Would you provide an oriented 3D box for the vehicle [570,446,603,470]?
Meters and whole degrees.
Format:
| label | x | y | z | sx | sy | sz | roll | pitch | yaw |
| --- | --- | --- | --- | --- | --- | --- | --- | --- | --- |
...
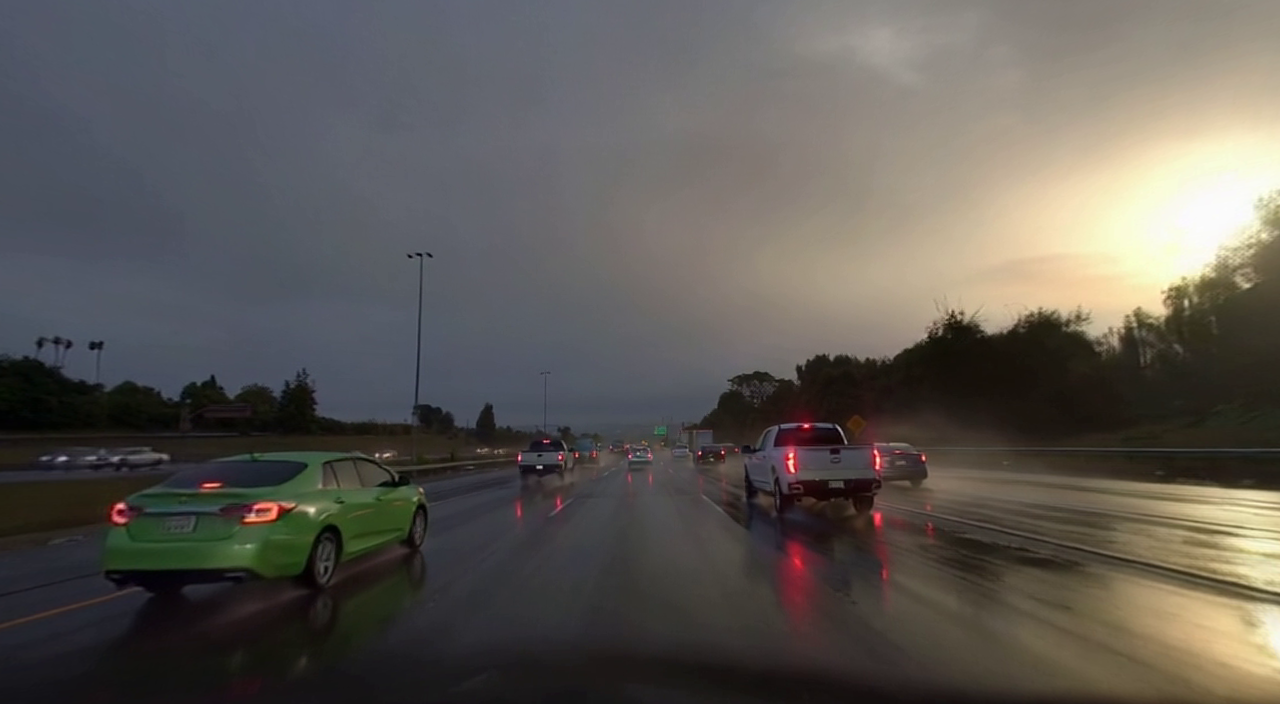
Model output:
| label | x | y | z | sx | sy | sz | roll | pitch | yaw |
| --- | --- | --- | --- | --- | --- | --- | --- | --- | --- |
| vehicle | -3.541 | 7.090 | 42.342 | 1.907 | 1.484 | 3.954 | 0 | -9 | 0 |

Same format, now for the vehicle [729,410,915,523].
| label | x | y | z | sx | sy | sz | roll | pitch | yaw |
| --- | --- | --- | --- | --- | --- | --- | --- | --- | --- |
| vehicle | 3.556 | 2.408 | 13.766 | 2.340 | 1.925 | 5.529 | 0 | -9 | -1 |

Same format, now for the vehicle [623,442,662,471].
| label | x | y | z | sx | sy | sz | roll | pitch | yaw |
| --- | --- | --- | --- | --- | --- | --- | --- | --- | --- |
| vehicle | 0.123 | 6.204 | 37.540 | 2.147 | 1.572 | 4.094 | 0 | -9 | -1 |

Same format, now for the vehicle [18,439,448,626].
| label | x | y | z | sx | sy | sz | roll | pitch | yaw |
| --- | --- | --- | --- | --- | --- | --- | --- | --- | --- |
| vehicle | -3.842 | 1.737 | 7.108 | 1.947 | 1.424 | 4.264 | 0 | -9 | 1 |

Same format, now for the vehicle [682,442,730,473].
| label | x | y | z | sx | sy | sz | roll | pitch | yaw |
| --- | --- | --- | --- | --- | --- | --- | --- | --- | --- |
| vehicle | 3.628 | 5.922 | 35.580 | 2.145 | 1.636 | 4.437 | 0 | -9 | -1 |

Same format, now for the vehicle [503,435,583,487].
| label | x | y | z | sx | sy | sz | roll | pitch | yaw |
| --- | --- | --- | --- | --- | --- | --- | --- | --- | --- |
| vehicle | -3.604 | 4.161 | 24.372 | 2.176 | 1.783 | 4.799 | 0 | -9 | 2 |
